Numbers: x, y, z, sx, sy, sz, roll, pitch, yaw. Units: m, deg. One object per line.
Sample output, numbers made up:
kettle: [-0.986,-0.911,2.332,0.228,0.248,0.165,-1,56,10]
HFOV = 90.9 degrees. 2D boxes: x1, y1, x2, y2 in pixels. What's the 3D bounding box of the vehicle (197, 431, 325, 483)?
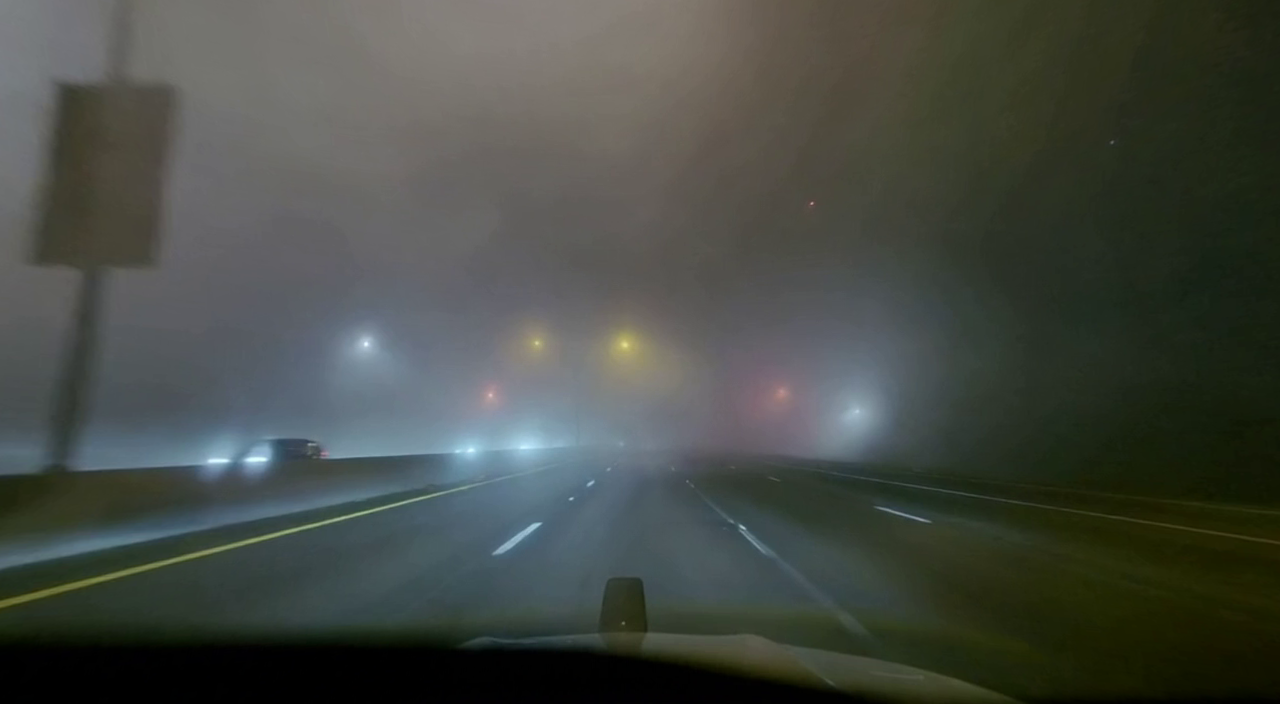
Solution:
vehicle: [-11.075,3.071,18.714,1.633,1.387,3.381,0,-8,0]
